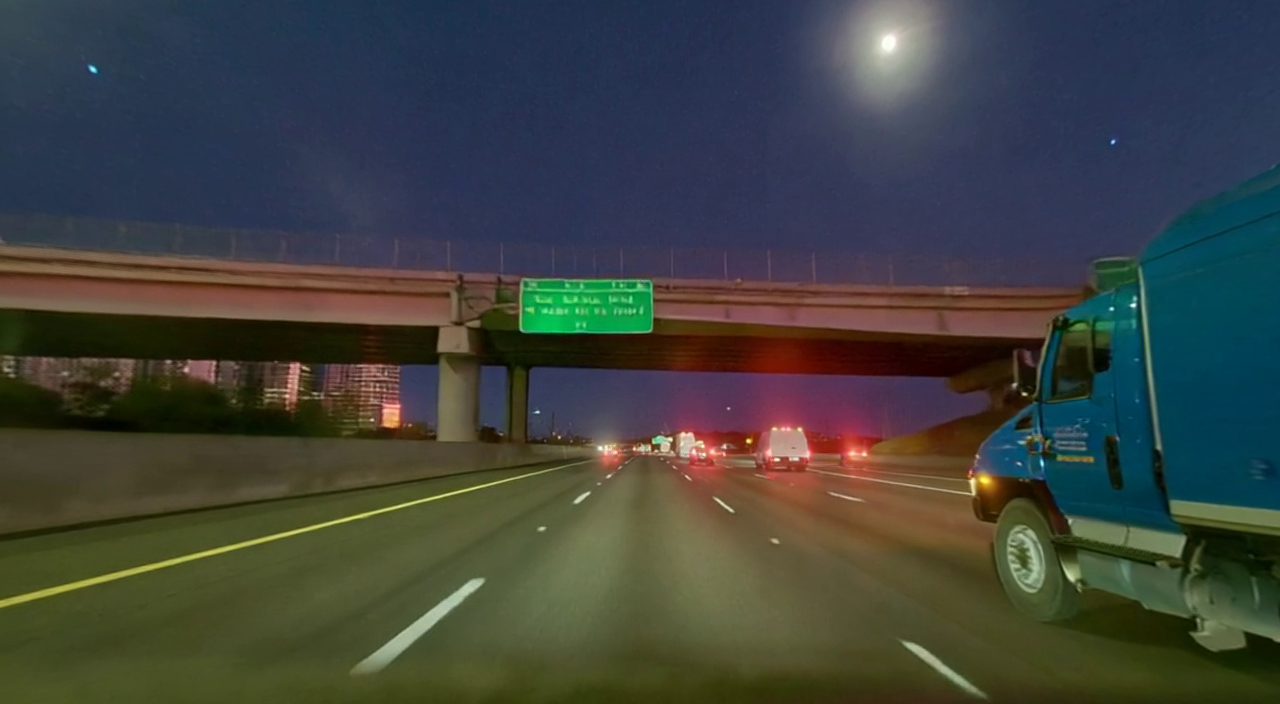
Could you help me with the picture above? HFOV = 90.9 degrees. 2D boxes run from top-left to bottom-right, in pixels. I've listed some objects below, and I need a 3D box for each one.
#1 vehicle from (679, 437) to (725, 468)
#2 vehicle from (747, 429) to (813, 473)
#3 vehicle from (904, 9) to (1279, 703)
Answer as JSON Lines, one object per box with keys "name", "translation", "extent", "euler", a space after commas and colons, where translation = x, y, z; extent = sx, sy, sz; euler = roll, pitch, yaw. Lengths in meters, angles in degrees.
{"name": "vehicle", "translation": [4.045, 6.738, 42.484], "extent": [2.464, 1.961, 5.520], "euler": [0, -8, -1]}
{"name": "vehicle", "translation": [7.462, 5.353, 34.290], "extent": [2.301, 2.203, 5.419], "euler": [0, -8, -1]}
{"name": "vehicle", "translation": [3.304, 0.152, 1.265], "extent": [2.436, 2.745, 7.034], "euler": [0, -8, 0]}
